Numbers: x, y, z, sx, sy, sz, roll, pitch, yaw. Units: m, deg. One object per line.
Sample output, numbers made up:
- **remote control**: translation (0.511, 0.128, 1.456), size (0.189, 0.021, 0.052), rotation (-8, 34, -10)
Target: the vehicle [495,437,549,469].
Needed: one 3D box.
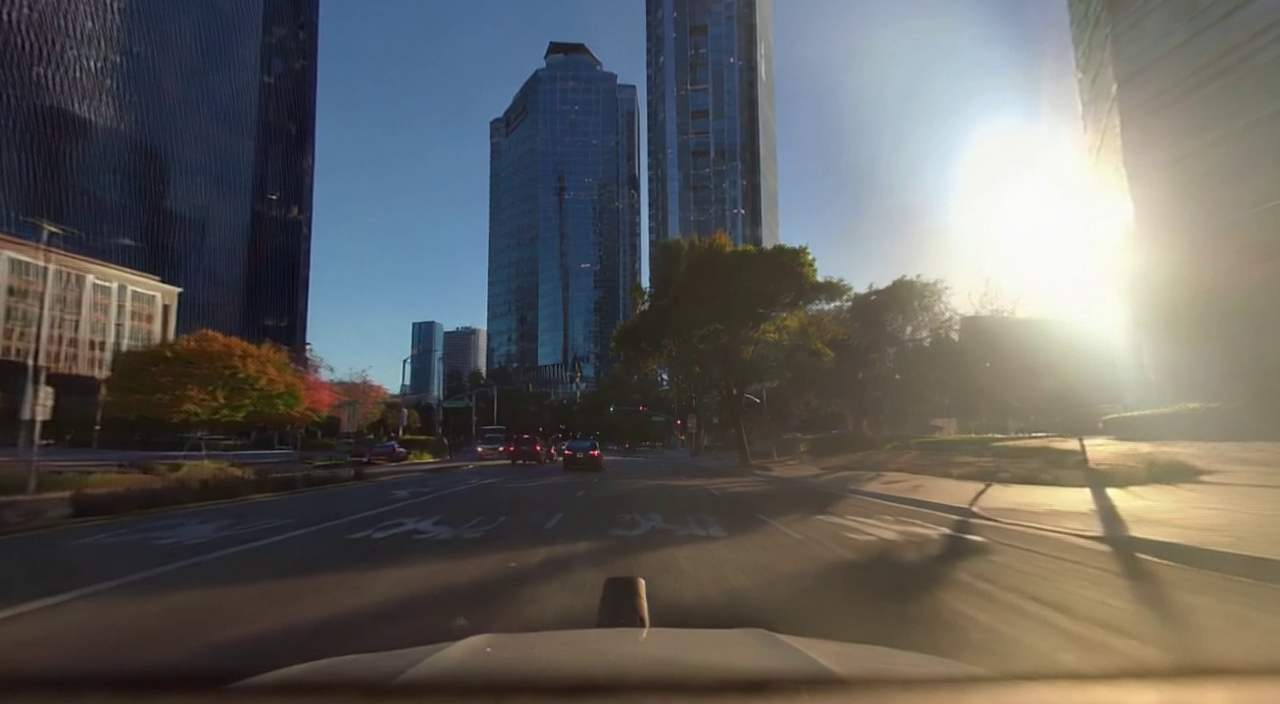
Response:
- **vehicle**: translation (-7.163, 6.217, 38.824), size (2.204, 1.844, 4.766), rotation (0, -9, 2)

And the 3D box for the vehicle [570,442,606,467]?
- **vehicle**: translation (-3.780, 7.559, 46.560), size (2.181, 1.706, 4.334), rotation (0, -9, 1)
